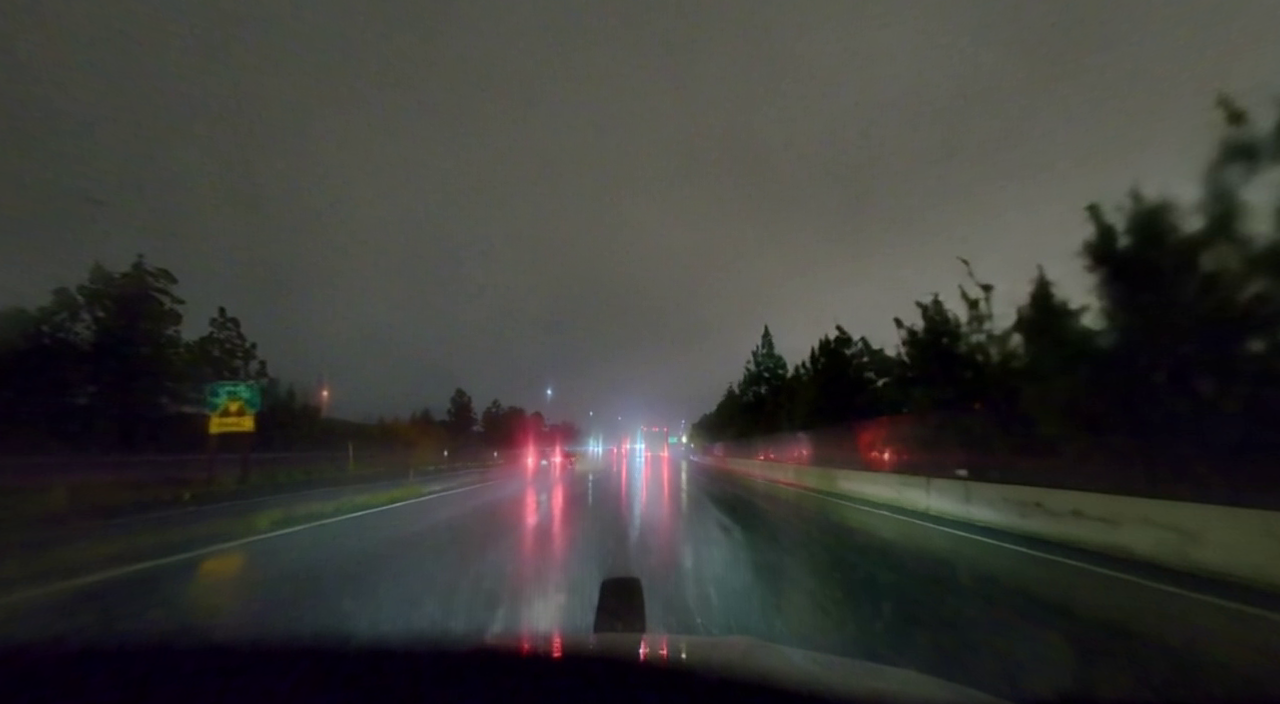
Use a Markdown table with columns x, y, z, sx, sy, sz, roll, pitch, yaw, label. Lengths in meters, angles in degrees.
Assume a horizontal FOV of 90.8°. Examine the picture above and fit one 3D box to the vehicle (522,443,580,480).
| x | y | z | sx | sy | sz | roll | pitch | yaw | label |
| --- | --- | --- | --- | --- | --- | --- | --- | --- | --- |
| -4.123 | 5.136 | 29.818 | 2.035 | 1.595 | 4.022 | 0 | -9 | 1 | vehicle |
